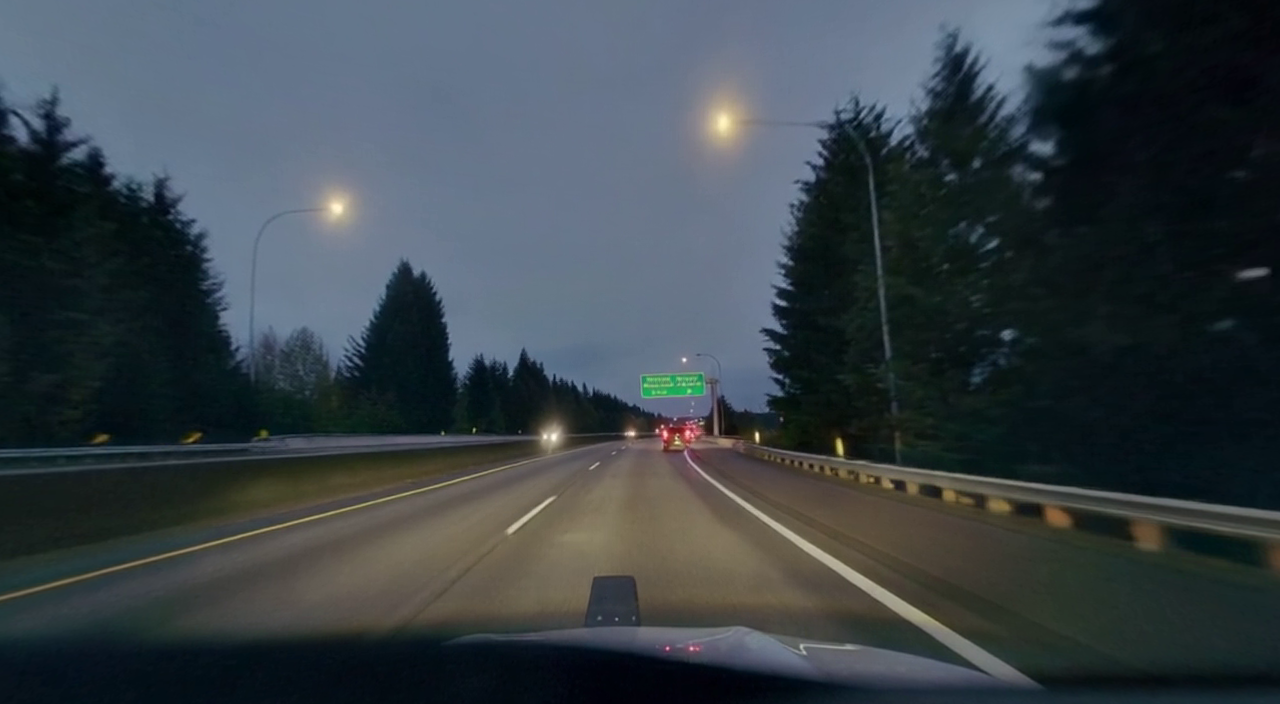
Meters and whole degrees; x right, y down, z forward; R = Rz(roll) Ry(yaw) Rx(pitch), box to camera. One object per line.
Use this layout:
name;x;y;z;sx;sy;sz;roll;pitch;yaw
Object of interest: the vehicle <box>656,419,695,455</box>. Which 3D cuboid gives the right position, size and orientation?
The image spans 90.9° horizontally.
vehicle;2.361;5.839;43.408;2.450;2.314;4.753;0;-8;1
